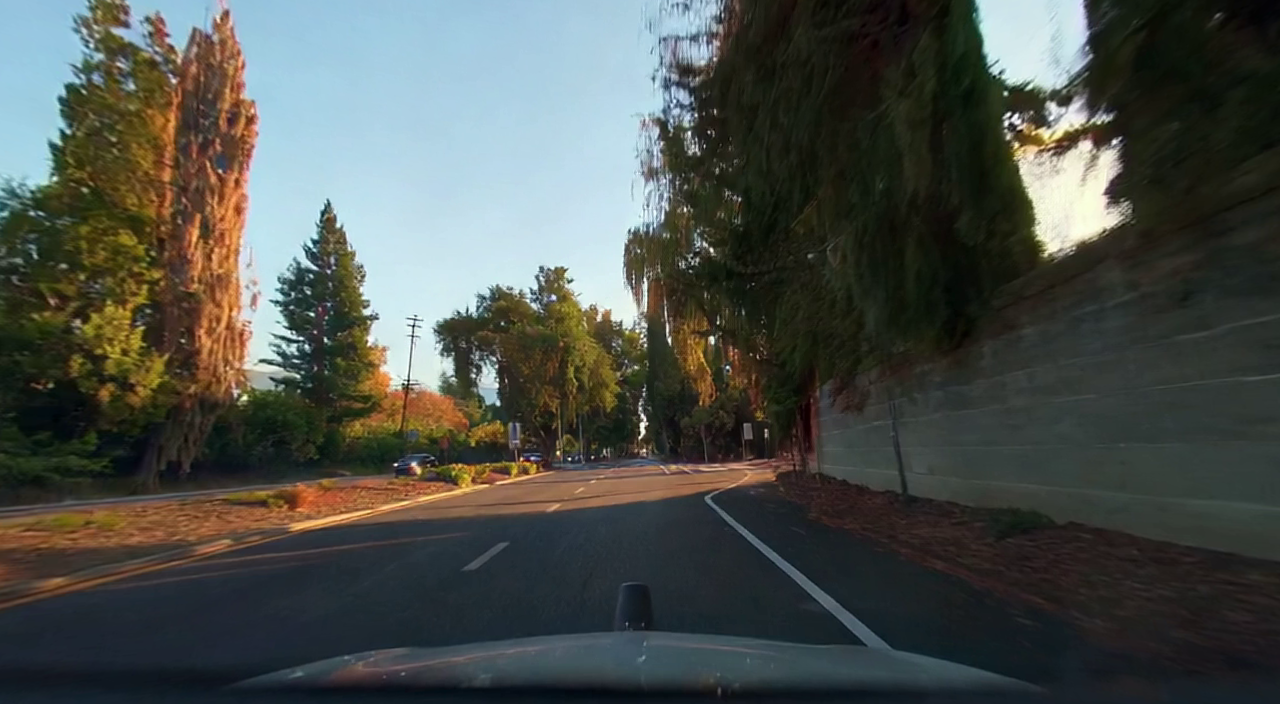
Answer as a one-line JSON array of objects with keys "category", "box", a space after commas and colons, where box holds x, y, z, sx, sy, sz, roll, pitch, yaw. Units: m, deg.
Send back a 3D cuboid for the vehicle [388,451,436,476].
[{"category": "vehicle", "box": [-17.799, 8.689, 49.472, 1.975, 1.815, 4.629, 0, -8, 1]}]
